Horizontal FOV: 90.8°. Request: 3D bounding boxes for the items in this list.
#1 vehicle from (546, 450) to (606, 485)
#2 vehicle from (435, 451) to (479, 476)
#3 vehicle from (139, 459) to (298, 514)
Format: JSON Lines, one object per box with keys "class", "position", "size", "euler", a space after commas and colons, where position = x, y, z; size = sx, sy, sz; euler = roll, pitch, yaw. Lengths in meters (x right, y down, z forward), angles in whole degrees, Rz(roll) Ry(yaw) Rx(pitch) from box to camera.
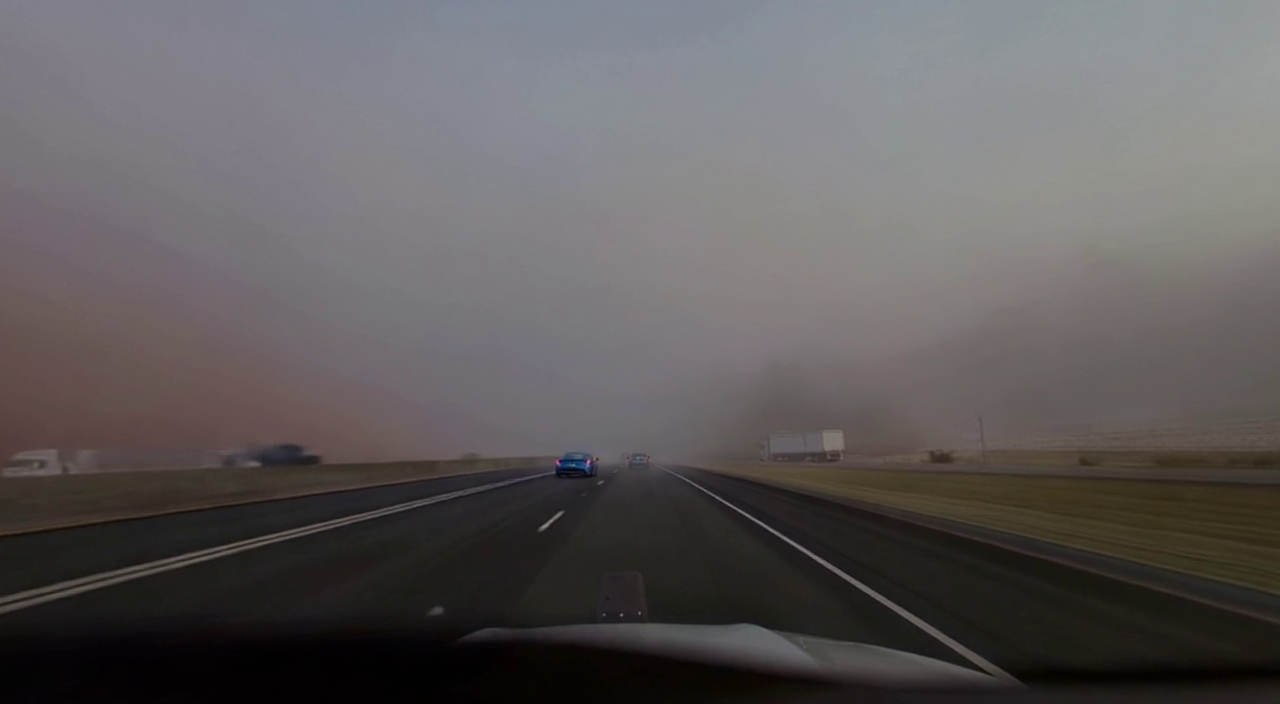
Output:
{"class": "vehicle", "position": [-2.855, 5.276, 29.197], "size": [2.170, 1.451, 4.584], "euler": [0, -9, 2]}
{"class": "vehicle", "position": [-12.224, 7.460, 42.368], "size": [1.783, 1.520, 3.915], "euler": [0, -9, -1]}
{"class": "vehicle", "position": [-12.506, 3.977, 19.117], "size": [1.940, 1.397, 4.170], "euler": [0, -9, -1]}
